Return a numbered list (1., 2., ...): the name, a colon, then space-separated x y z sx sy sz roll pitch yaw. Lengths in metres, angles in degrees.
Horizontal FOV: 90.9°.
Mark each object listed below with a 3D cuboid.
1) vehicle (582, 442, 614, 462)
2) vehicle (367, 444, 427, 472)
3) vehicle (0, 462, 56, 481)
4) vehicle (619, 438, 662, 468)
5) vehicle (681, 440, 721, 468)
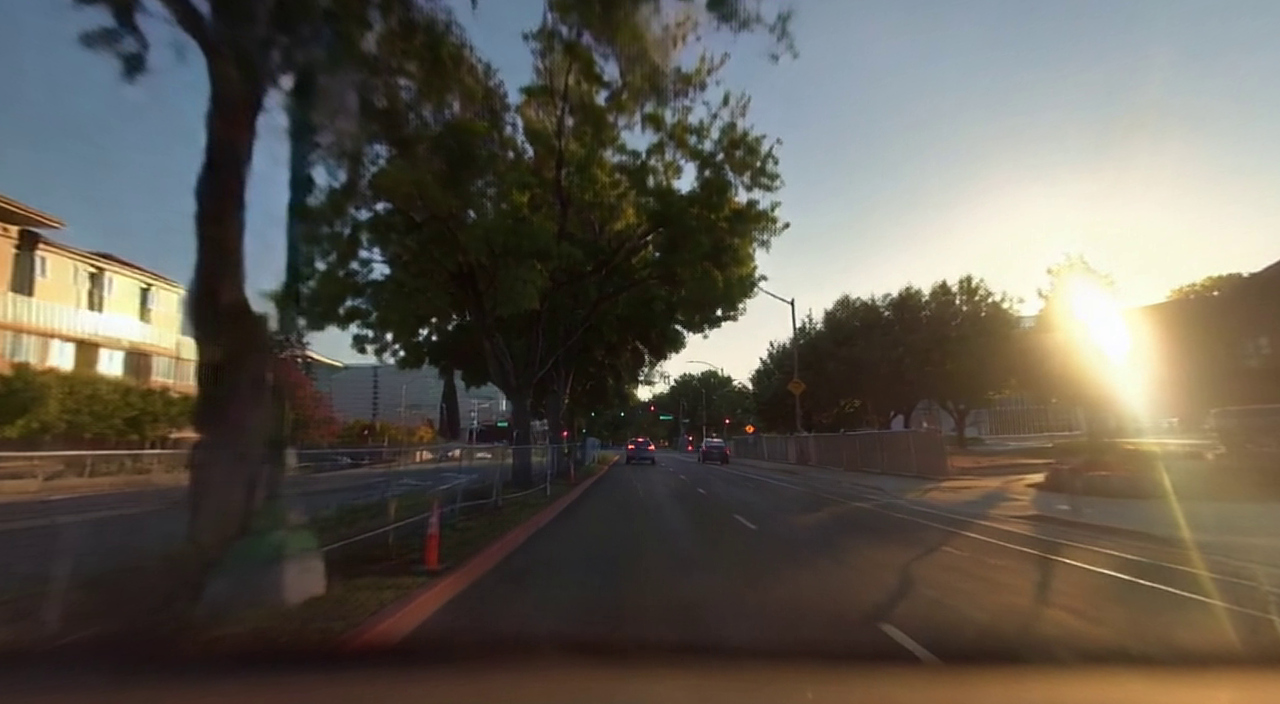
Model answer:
1. vehicle: -3.272 7.847 49.630 2.189 1.441 4.350 0 -8 0
2. vehicle: -14.544 6.350 37.999 1.868 1.528 4.317 0 -8 0
3. vehicle: -49.376 9.475 49.933 4.209 1.429 1.872 0 -8 -3
4. vehicle: 0.107 5.979 37.615 2.000 1.671 4.276 -1 -8 8
5. vehicle: 3.543 5.798 35.885 1.974 1.490 4.231 -2 -9 9
